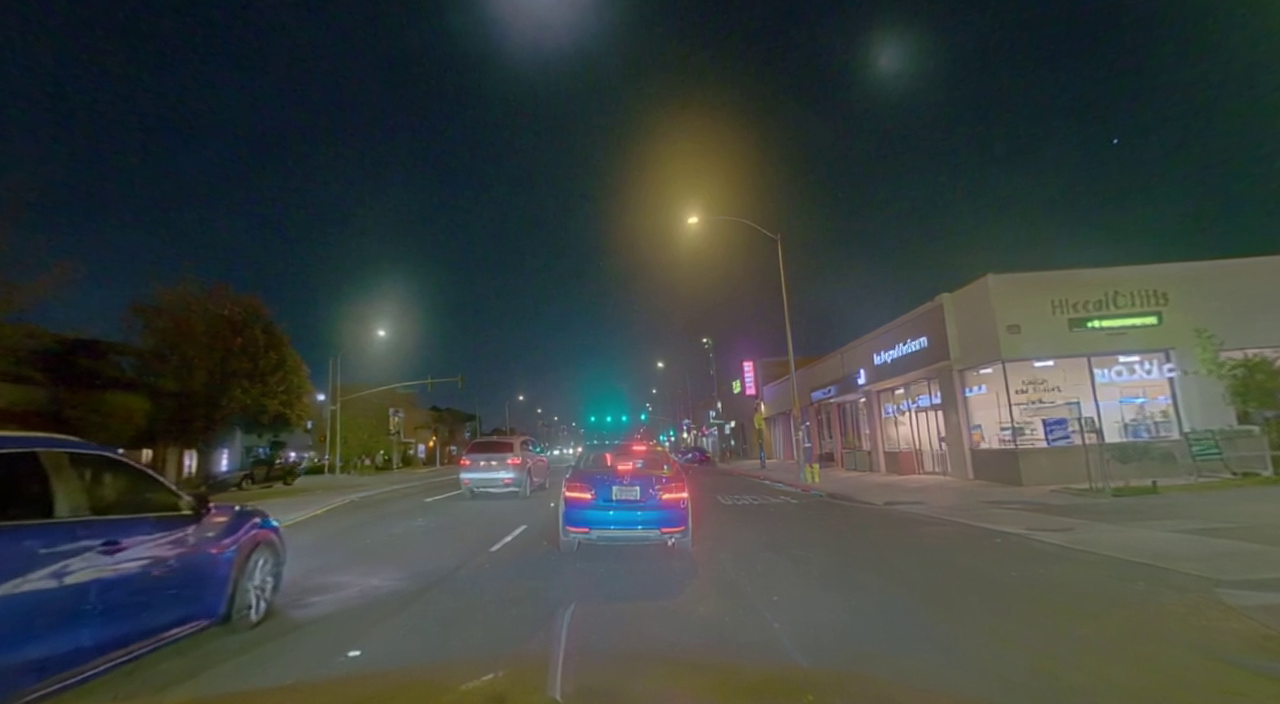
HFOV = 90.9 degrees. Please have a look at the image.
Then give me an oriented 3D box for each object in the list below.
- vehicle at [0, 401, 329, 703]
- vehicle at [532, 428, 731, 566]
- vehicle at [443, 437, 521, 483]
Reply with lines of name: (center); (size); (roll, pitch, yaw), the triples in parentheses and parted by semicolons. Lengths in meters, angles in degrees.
vehicle: (-3.460, 1.007, 2.917); (1.905, 1.473, 4.016); (0, -9, 1)
vehicle: (-0.095, 1.894, 8.954); (2.160, 1.482, 4.037); (0, -9, 0)
vehicle: (-6.192, 4.277, 25.257); (2.095, 1.682, 4.371); (0, -9, -1)
